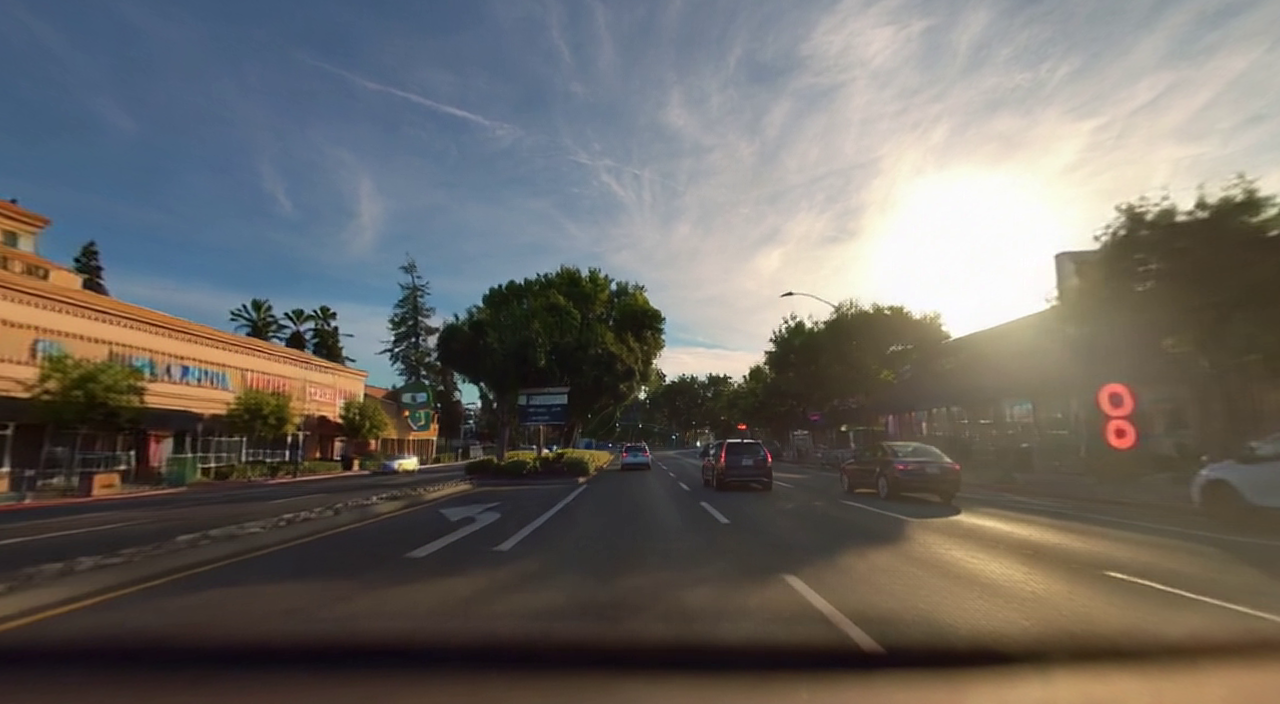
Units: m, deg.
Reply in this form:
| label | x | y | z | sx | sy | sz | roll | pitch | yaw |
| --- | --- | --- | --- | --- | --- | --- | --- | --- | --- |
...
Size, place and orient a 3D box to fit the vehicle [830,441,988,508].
| label | x | y | z | sx | sy | sz | roll | pitch | yaw |
| --- | --- | --- | --- | --- | --- | --- | --- | --- | --- |
| vehicle | 6.600 | 3.024 | 16.187 | 1.952 | 1.449 | 4.544 | 0 | -8 | -2 |

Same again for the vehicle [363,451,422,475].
| label | x | y | z | sx | sy | sz | roll | pitch | yaw |
| --- | --- | --- | --- | --- | --- | --- | --- | --- | --- |
| vehicle | -16.085 | 7.215 | 41.326 | 1.921 | 1.480 | 4.577 | 0 | -8 | 1 |

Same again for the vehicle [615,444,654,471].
| label | x | y | z | sx | sy | sz | roll | pitch | yaw |
| --- | --- | --- | --- | --- | --- | --- | --- | --- | --- |
| vehicle | -0.291 | 5.967 | 35.984 | 2.052 | 1.461 | 4.324 | 0 | -8 | 0 |

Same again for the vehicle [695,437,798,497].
| label | x | y | z | sx | sy | sz | roll | pitch | yaw |
| --- | --- | --- | --- | --- | --- | --- | --- | --- | --- |
| vehicle | 2.964 | 3.319 | 18.712 | 2.072 | 1.545 | 4.578 | 0 | -8 | -2 |

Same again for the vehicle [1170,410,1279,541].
| label | x | y | z | sx | sy | sz | roll | pitch | yaw |
| --- | --- | --- | --- | --- | --- | --- | --- | --- | --- |
| vehicle | 10.509 | 1.700 | 8.550 | 2.248 | 1.899 | 4.942 | 0 | -8 | -2 |
